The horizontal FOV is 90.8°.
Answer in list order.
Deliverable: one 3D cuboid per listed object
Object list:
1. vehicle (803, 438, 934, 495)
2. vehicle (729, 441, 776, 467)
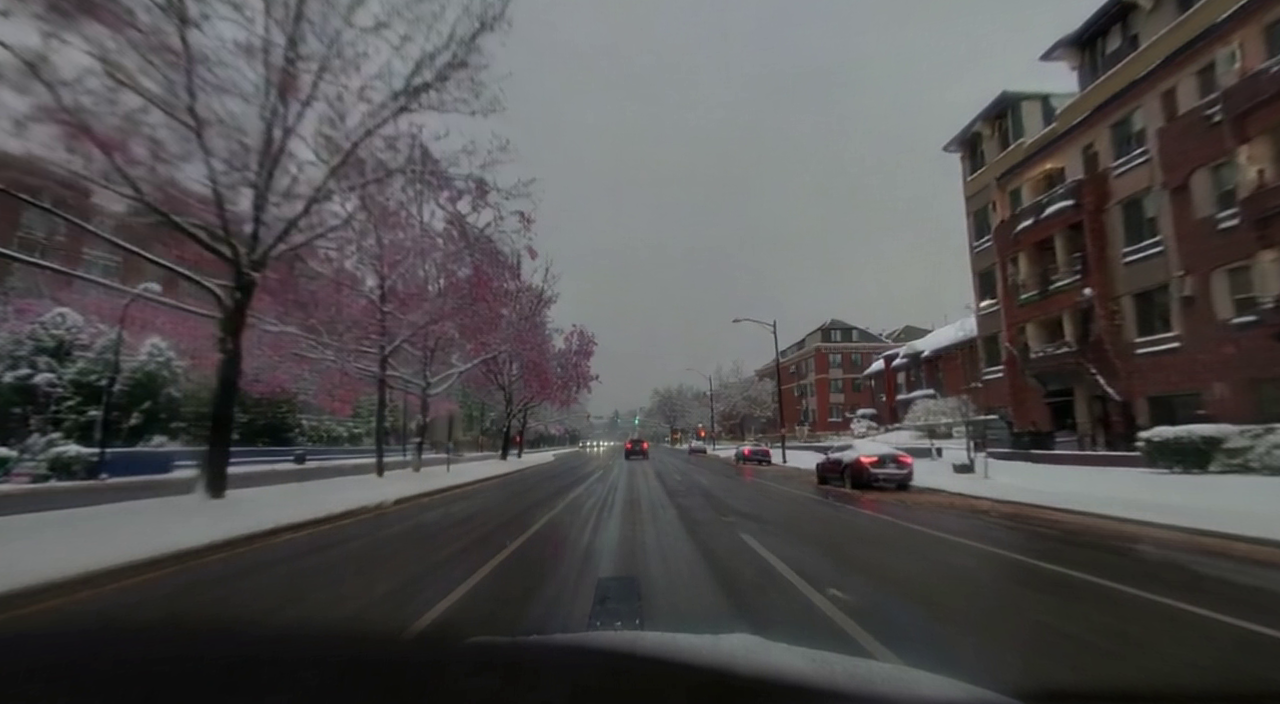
[{"bbox_3d":[6.553,3.338,18.841,1.891,1.456,4.909,0,-9,-3],"label":"vehicle"},{"bbox_3d":[6.785,6.180,38.516,2.032,1.449,4.413,0,-9,0],"label":"vehicle"}]
